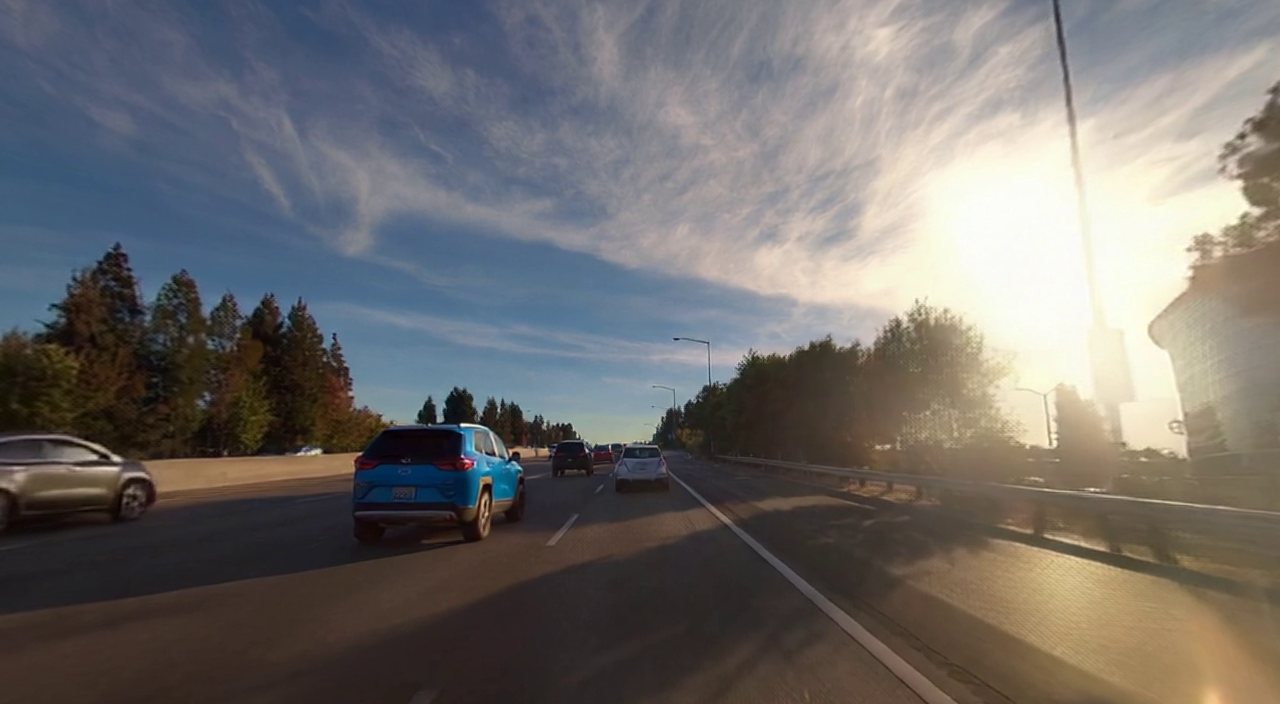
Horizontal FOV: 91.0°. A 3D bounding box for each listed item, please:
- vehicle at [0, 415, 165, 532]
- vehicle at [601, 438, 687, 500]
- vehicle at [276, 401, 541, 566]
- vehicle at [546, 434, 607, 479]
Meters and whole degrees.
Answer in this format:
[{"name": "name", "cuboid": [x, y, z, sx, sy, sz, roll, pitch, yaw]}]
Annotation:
[{"name": "vehicle", "cuboid": [-10.699, 1.966, 10.338, 2.011, 1.751, 4.712, 0, -9, 1]}, {"name": "vehicle", "cuboid": [0.069, 3.154, 17.303, 2.068, 1.488, 4.045, 0, -9, -1]}, {"name": "vehicle", "cuboid": [-2.883, 1.754, 9.053, 2.123, 1.798, 4.108, 0, -9, 2]}, {"name": "vehicle", "cuboid": [-2.653, 4.528, 27.466, 2.125, 1.771, 4.721, 0, -9, 1]}]
